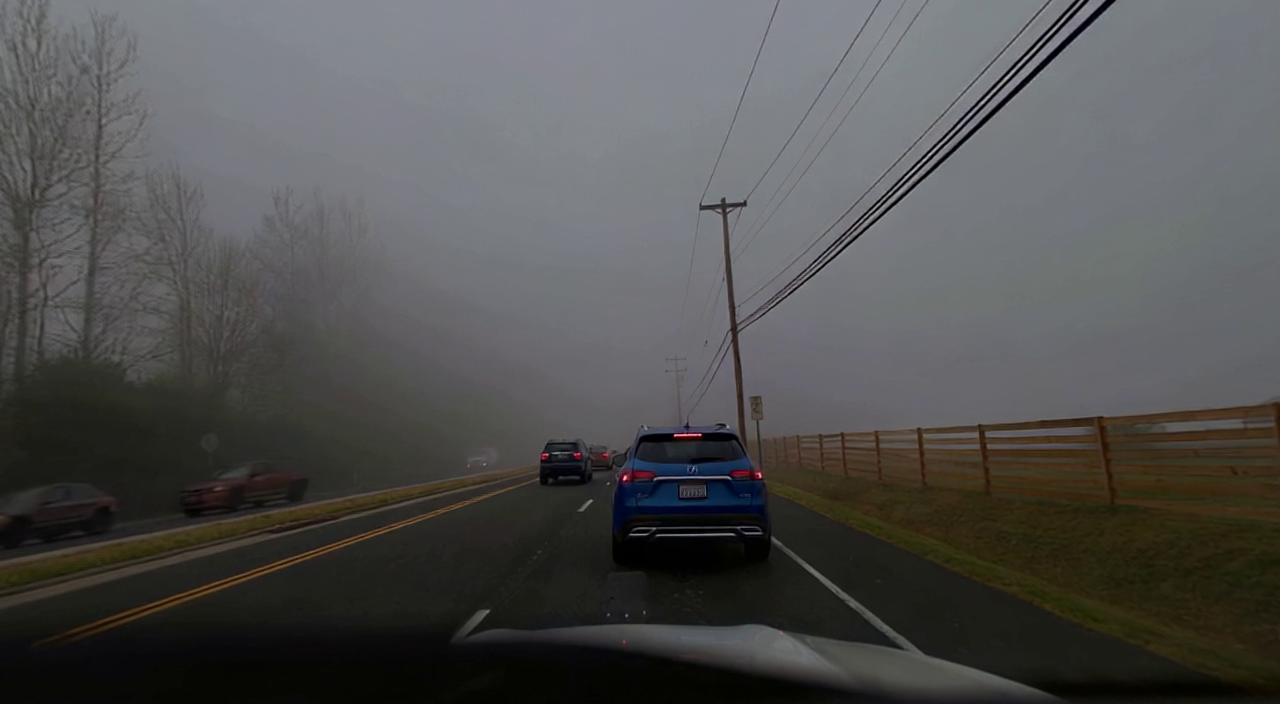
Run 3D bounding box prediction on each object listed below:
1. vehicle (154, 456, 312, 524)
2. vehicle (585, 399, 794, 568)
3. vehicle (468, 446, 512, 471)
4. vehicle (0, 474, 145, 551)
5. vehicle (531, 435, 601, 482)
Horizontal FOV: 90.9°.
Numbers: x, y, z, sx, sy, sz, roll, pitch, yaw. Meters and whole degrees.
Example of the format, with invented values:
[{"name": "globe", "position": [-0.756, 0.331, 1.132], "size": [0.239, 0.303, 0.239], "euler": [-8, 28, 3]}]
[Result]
[{"name": "vehicle", "position": [-11.495, 3.876, 18.197], "size": [1.893, 1.662, 3.966], "euler": [0, -9, 0]}, {"name": "vehicle", "position": [0.488, 1.674, 8.683], "size": [2.174, 1.749, 4.113], "euler": [0, -9, -1]}, {"name": "vehicle", "position": [-11.682, 8.325, 49.535], "size": [2.187, 1.863, 5.152], "euler": [0, -9, 0]}, {"name": "vehicle", "position": [-14.805, 3.844, 15.204], "size": [2.024, 1.467, 4.584], "euler": [-4, -9, 0]}, {"name": "vehicle", "position": [-2.712, 4.062, 24.231], "size": [2.037, 1.639, 4.213], "euler": [0, -9, 2]}]
